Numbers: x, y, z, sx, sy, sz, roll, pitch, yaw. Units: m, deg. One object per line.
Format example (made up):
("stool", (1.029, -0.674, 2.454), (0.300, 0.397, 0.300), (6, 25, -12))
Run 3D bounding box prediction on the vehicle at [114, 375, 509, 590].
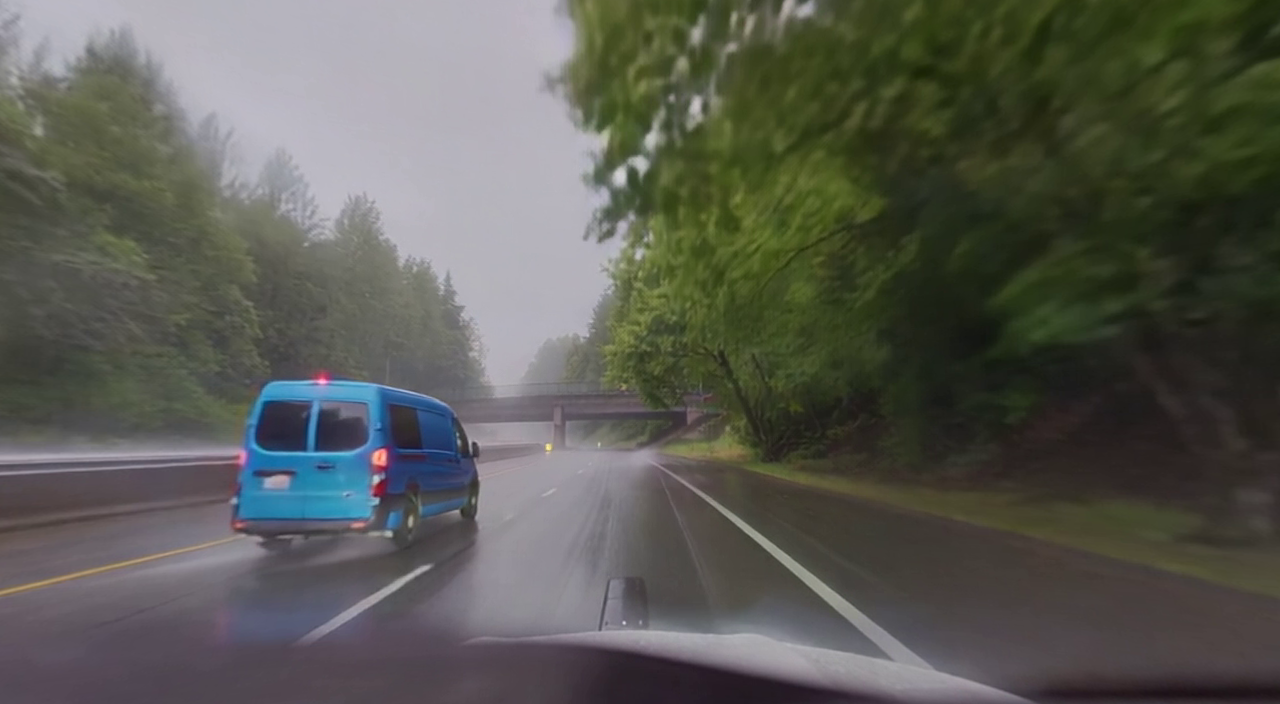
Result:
("vehicle", (-3.435, 1.522, 8.175), (2.372, 1.891, 5.061), (0, -8, 0))
